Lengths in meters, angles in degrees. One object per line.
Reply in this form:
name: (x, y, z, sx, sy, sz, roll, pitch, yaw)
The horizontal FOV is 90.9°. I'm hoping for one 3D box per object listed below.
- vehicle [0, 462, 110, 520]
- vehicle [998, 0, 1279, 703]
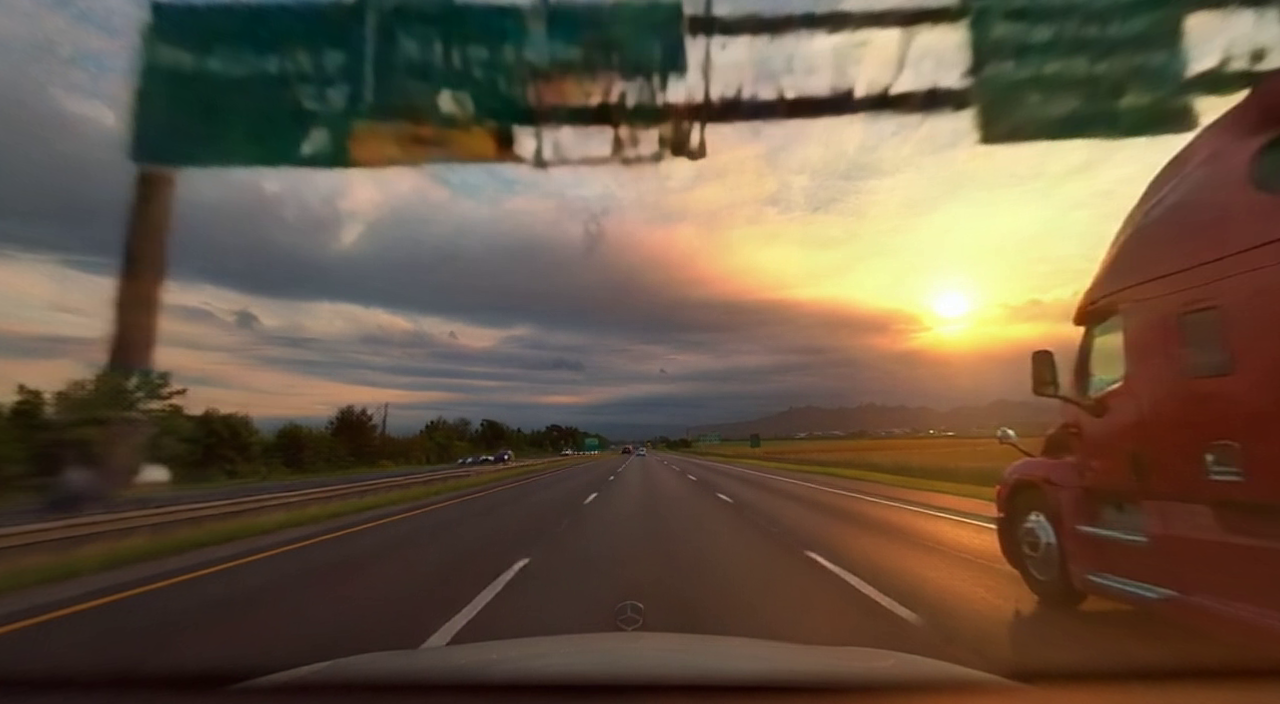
vehicle: (-18.200, 3.929, 18.018, 1.945, 1.482, 4.735, 0, -9, 0)
vehicle: (3.997, -0.287, 1.138, 3.051, 3.968, 5.943, 0, -9, 0)
